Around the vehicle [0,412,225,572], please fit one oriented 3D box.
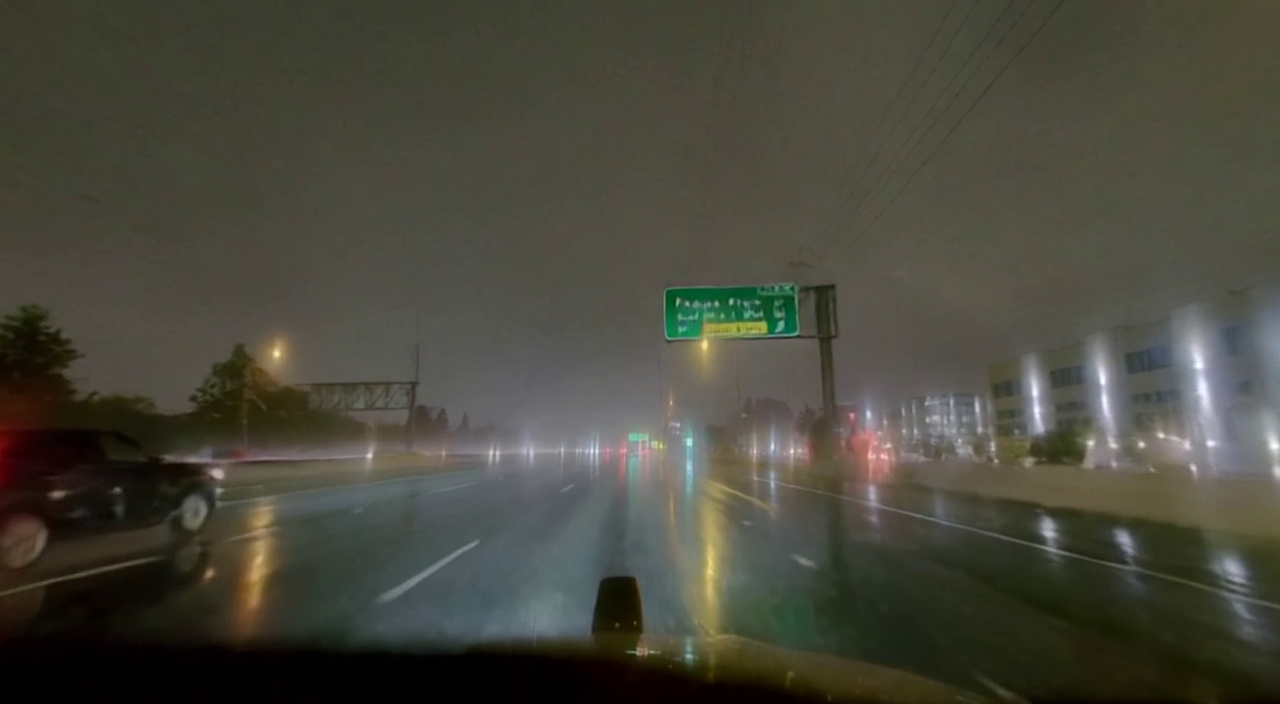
[{"bbox_3d":[-7.615,1.573,7.558,2.140,1.626,4.457,0,-8,2],"label":"vehicle"}]
